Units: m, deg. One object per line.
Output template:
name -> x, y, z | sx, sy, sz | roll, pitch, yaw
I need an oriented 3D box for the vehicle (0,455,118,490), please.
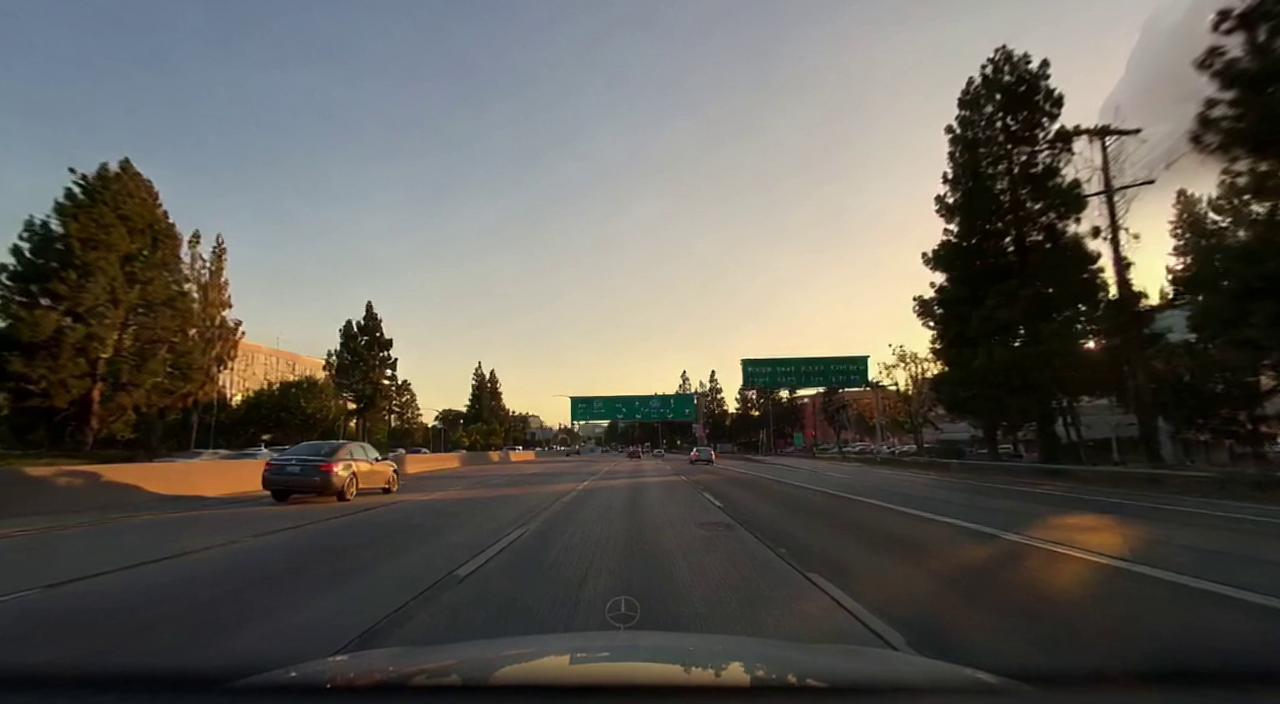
vehicle -> -28.044, 5.725, 30.337 | 1.979, 1.489, 4.664 | 0, -9, 0

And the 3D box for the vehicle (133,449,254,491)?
vehicle -> -17.283, 4.561, 24.742 | 1.816, 1.433, 3.993 | -1, -9, 0

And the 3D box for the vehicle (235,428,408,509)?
vehicle -> -7.696, 2.843, 15.886 | 2.089, 1.724, 4.327 | 0, -9, 0
